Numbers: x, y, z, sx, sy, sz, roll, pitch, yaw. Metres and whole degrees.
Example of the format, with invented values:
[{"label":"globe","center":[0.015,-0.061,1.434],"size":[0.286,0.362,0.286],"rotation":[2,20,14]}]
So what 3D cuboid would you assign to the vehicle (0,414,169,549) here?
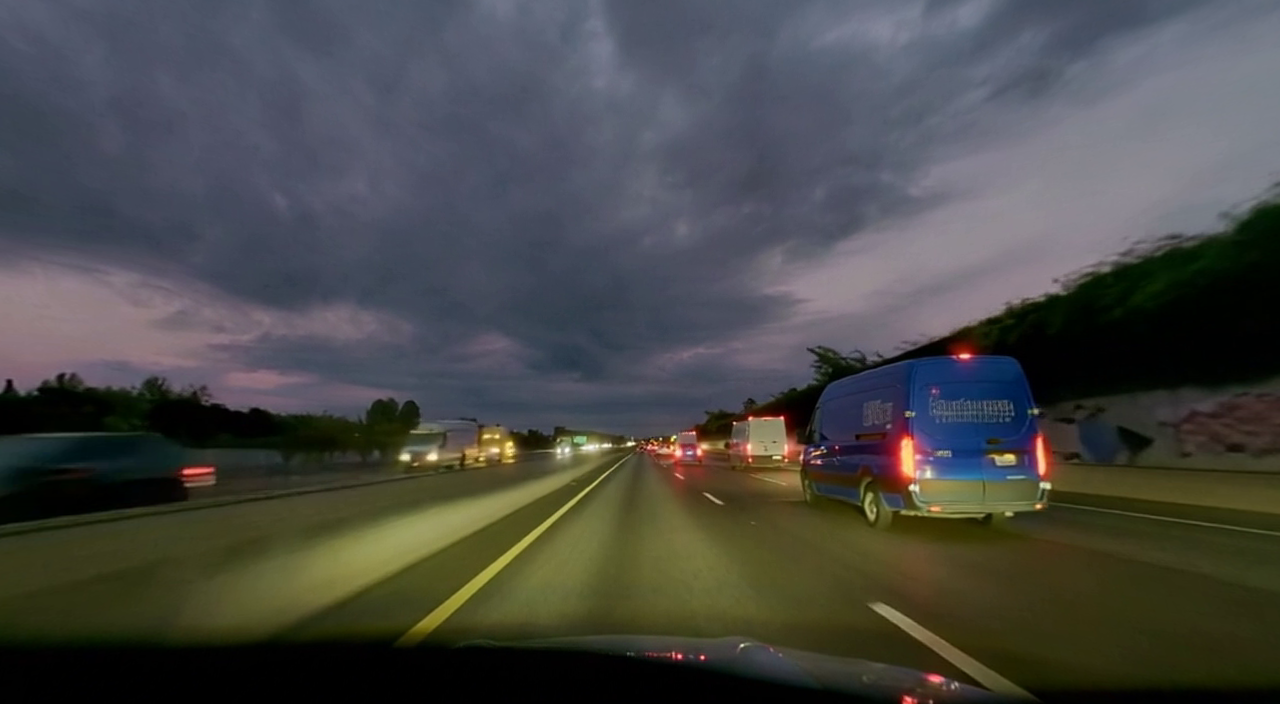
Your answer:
[{"label":"vehicle","center":[-8.663,1.662,8.164],"size":[1.827,1.612,4.182],"rotation":[0,-9,0]}]

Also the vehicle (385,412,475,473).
[{"label":"vehicle","center":[-12.043,5.366,36.890],"size":[2.571,3.122,8.065],"rotation":[-1,-9,-1]}]

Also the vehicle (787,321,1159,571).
[{"label":"vehicle","center":[4.173,1.396,9.543],"size":[2.283,2.631,5.719],"rotation":[0,-9,-2]}]

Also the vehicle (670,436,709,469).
[{"label":"vehicle","center":[3.115,6.490,40.659],"size":[2.007,1.943,5.010],"rotation":[0,-9,-1]}]

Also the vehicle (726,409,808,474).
[{"label":"vehicle","center":[6.959,5.116,35.675],"size":[2.761,3.225,7.624],"rotation":[0,-9,-2]}]
